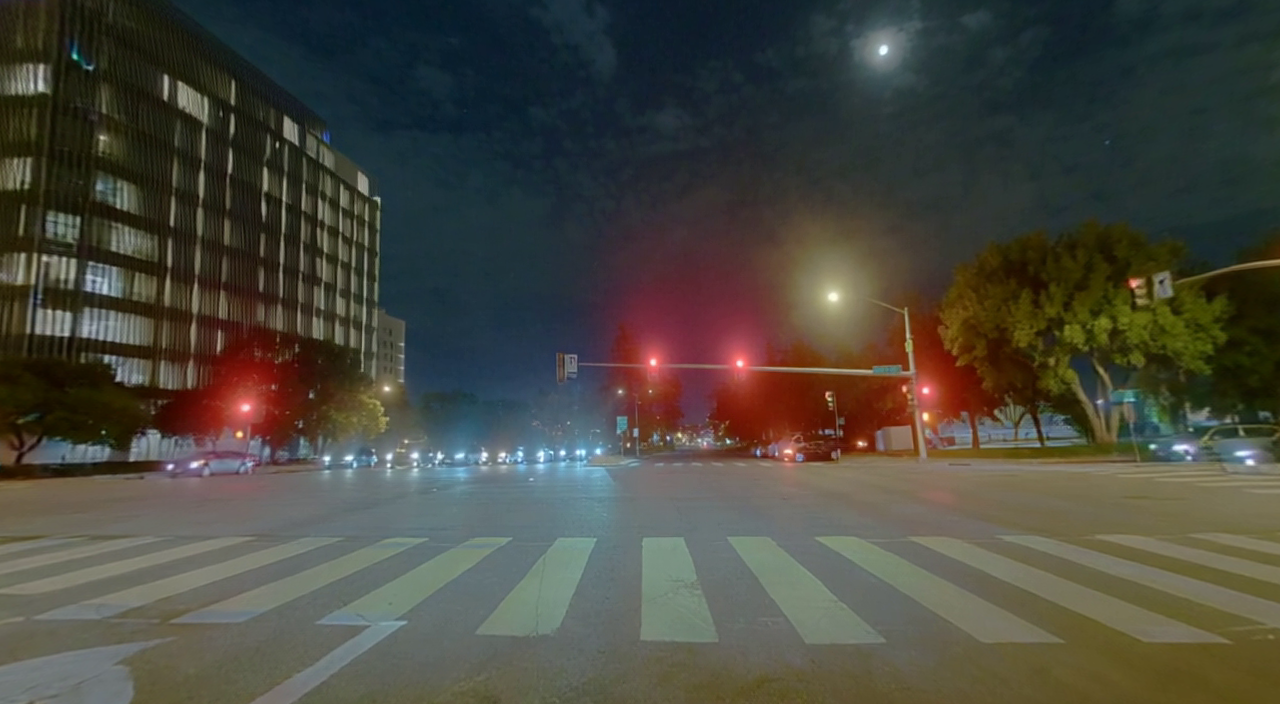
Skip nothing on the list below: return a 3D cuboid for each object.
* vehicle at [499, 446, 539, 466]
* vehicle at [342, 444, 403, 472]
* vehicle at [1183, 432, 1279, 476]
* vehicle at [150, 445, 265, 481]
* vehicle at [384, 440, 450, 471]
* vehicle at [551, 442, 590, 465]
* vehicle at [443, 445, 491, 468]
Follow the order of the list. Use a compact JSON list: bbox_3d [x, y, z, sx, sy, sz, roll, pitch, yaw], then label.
[{"bbox_3d":[-8.120,7.008,42.604,1.910,1.321,3.692,0,-9,1],"label":"vehicle"},{"bbox_3d":[-18.582,7.352,44.011,2.237,1.801,4.541,0,-9,1],"label":"vehicle"},{"bbox_3d":[22.308,3.580,22.251,4.474,1.477,1.908,0,-9,-3],"label":"vehicle"},{"bbox_3d":[-24.133,6.152,35.370,2.032,1.839,4.884,-3,-9,20],"label":"vehicle"},{"bbox_3d":[-15.144,7.041,43.148,2.340,1.946,5.450,0,-9,2],"label":"vehicle"},{"bbox_3d":[-4.552,6.713,41.678,1.954,1.431,4.050,-1,-9,2],"label":"vehicle"},{"bbox_3d":[-11.659,7.075,42.691,1.911,1.476,4.297,-1,-9,2],"label":"vehicle"}]
